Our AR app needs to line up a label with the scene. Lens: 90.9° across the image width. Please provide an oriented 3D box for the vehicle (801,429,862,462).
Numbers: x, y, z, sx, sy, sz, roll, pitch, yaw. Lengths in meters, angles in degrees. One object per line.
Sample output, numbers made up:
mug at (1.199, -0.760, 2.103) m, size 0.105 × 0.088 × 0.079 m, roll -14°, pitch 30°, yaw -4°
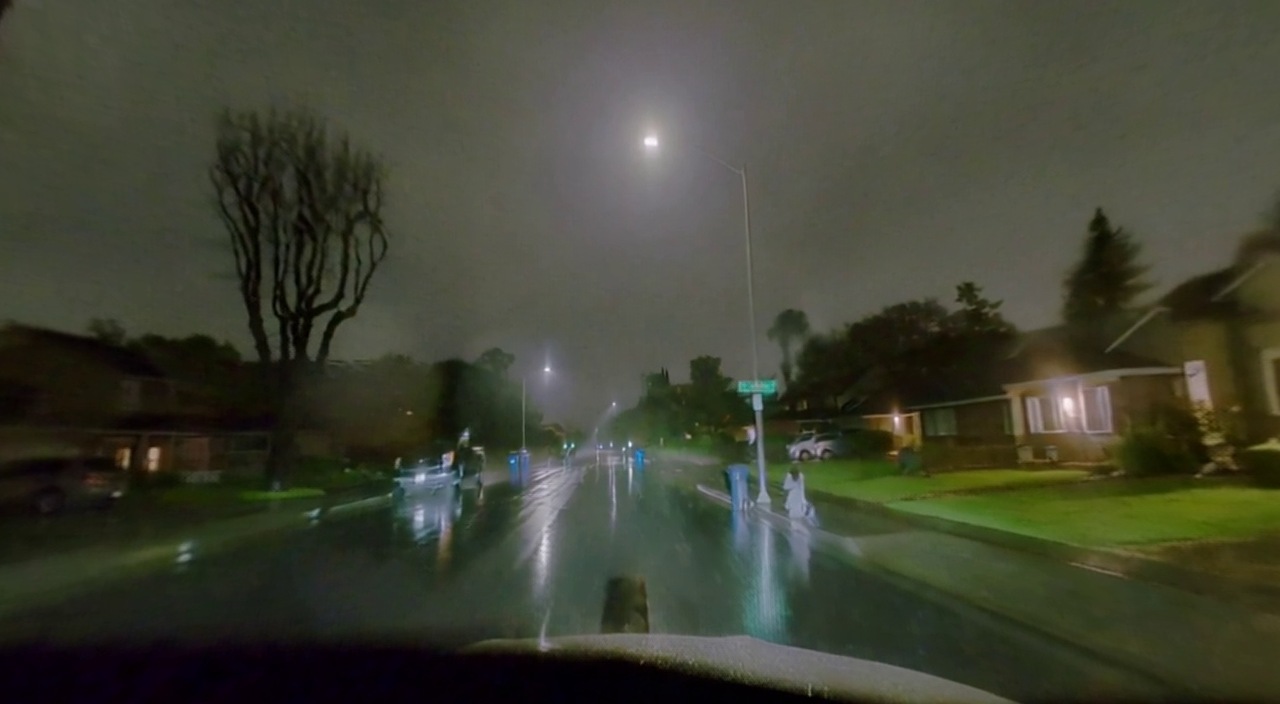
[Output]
vehicle at (11.308, 5.536, 37.651) m, size 1.936 × 1.687 × 4.714 m, roll -4°, pitch -7°, yaw -2°

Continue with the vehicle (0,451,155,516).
vehicle at (-15.617, 3.369, 16.182) m, size 4.617 × 1.491 × 1.953 m, roll -1°, pitch -10°, yaw -2°

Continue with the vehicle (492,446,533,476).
vehicle at (-8.192, 6.990, 40.793) m, size 1.945 × 1.530 × 4.430 m, roll -4°, pitch -7°, yaw -5°

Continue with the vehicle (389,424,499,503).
vehicle at (-7.044, 3.971, 23.469) m, size 2.223 × 2.115 × 5.707 m, roll 5°, pitch -4°, yaw -1°
